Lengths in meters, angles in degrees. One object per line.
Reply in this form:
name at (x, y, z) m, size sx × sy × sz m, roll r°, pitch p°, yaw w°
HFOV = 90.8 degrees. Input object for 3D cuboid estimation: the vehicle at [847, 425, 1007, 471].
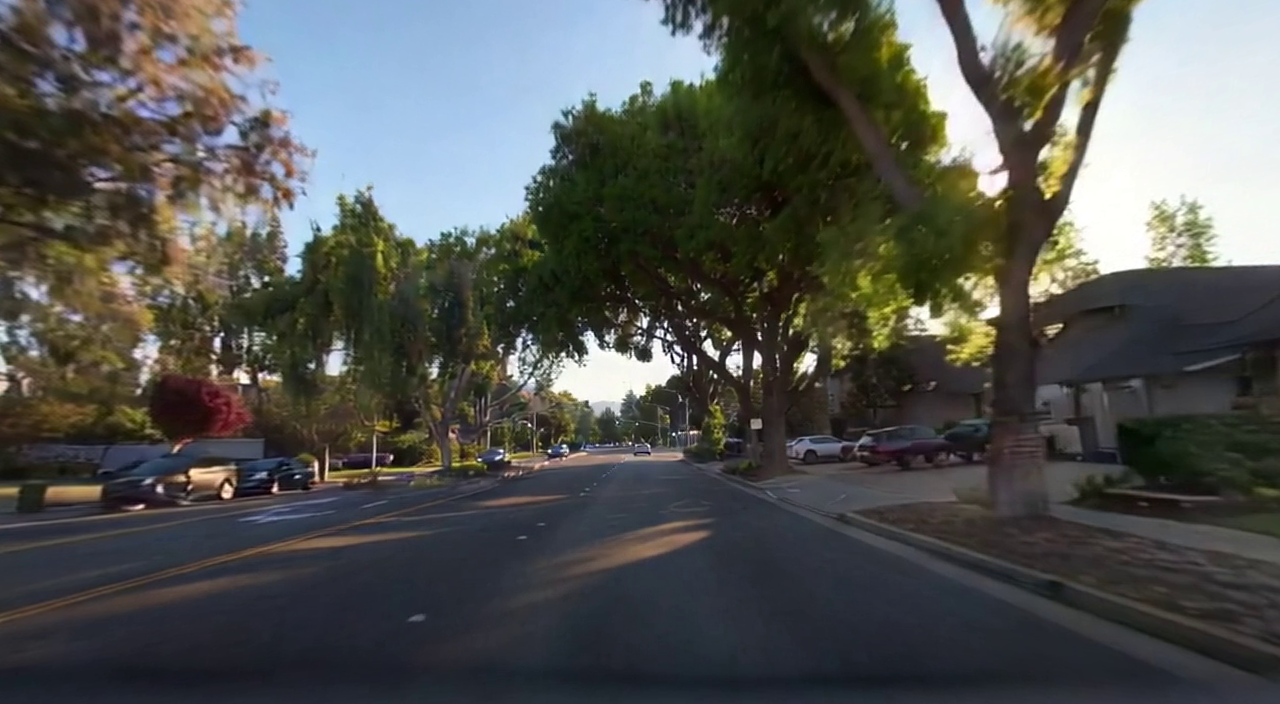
vehicle at (10.060, 3.415, 22.438) m, size 4.660 × 1.513 × 2.067 m, roll 0°, pitch -9°, yaw -1°

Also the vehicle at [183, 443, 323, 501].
vehicle at (-14.371, 4.436, 23.955) m, size 2.008 × 1.908 × 5.305 m, roll 0°, pitch -9°, yaw -1°

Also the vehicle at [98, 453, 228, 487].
vehicle at (-21.099, 5.233, 28.091) m, size 4.284 × 1.431 × 1.811 m, roll 0°, pitch -9°, yaw 0°

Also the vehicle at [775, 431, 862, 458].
vehicle at (10.778, 5.633, 38.400) m, size 4.675 × 1.520 × 1.925 m, roll 0°, pitch -9°, yaw 0°

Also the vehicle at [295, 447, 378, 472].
vehicle at (-21.414, 7.575, 44.703) m, size 4.723 × 1.696 × 2.082 m, roll 0°, pitch -8°, yaw 2°
